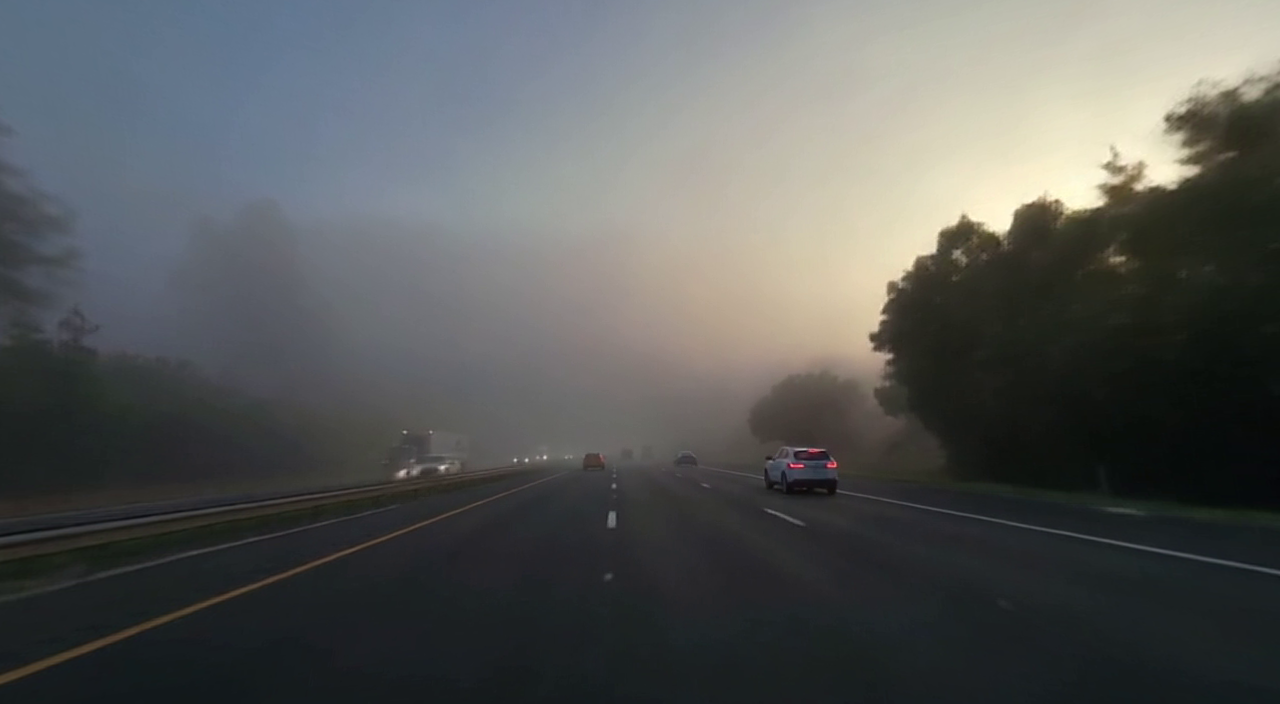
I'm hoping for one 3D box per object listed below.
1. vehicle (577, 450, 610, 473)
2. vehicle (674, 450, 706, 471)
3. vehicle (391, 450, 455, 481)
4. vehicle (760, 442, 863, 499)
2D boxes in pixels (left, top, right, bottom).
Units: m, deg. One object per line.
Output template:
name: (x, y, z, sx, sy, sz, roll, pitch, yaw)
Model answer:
vehicle: (-3.104, 7.383, 42.767, 2.021, 1.507, 4.272, 0, -9, -2)
vehicle: (3.728, 8.169, 47.685, 1.846, 1.480, 3.694, 0, -9, -3)
vehicle: (-11.739, 6.152, 34.484, 1.957, 1.567, 4.514, 0, -9, -1)
vehicle: (5.129, 3.586, 19.477, 1.903, 1.566, 3.866, 0, -9, -3)
